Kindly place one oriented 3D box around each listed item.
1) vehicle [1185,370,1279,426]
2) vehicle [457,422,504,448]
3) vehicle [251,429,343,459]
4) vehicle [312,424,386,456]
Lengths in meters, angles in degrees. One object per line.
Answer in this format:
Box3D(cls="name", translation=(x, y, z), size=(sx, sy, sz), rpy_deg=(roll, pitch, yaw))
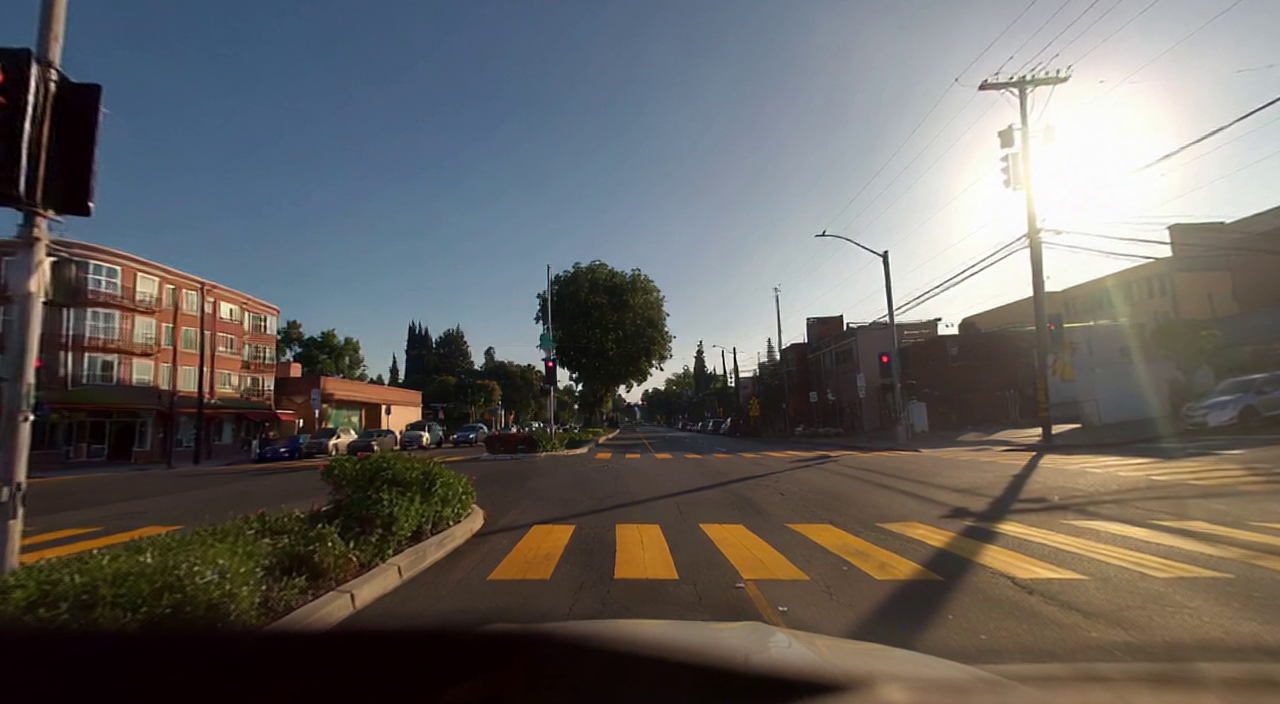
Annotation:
Box3D(cls="vehicle", translation=(22.361, 1.566, 22.343), size=(4.531, 1.753, 1.964), rpy_deg=(-2, -2, -5))
Box3D(cls="vehicle", translation=(-11.644, 6.125, 46.416), size=(2.118, 1.809, 4.591), rpy_deg=(0, -8, 2))
Box3D(cls="vehicle", translation=(-18.060, 4.907, 33.623), size=(1.939, 1.430, 5.533), rpy_deg=(0, -9, -2))
Box3D(cls="vehicle", translation=(-18.262, 5.596, 39.955), size=(2.225, 1.871, 5.189), rpy_deg=(0, -9, 0))
